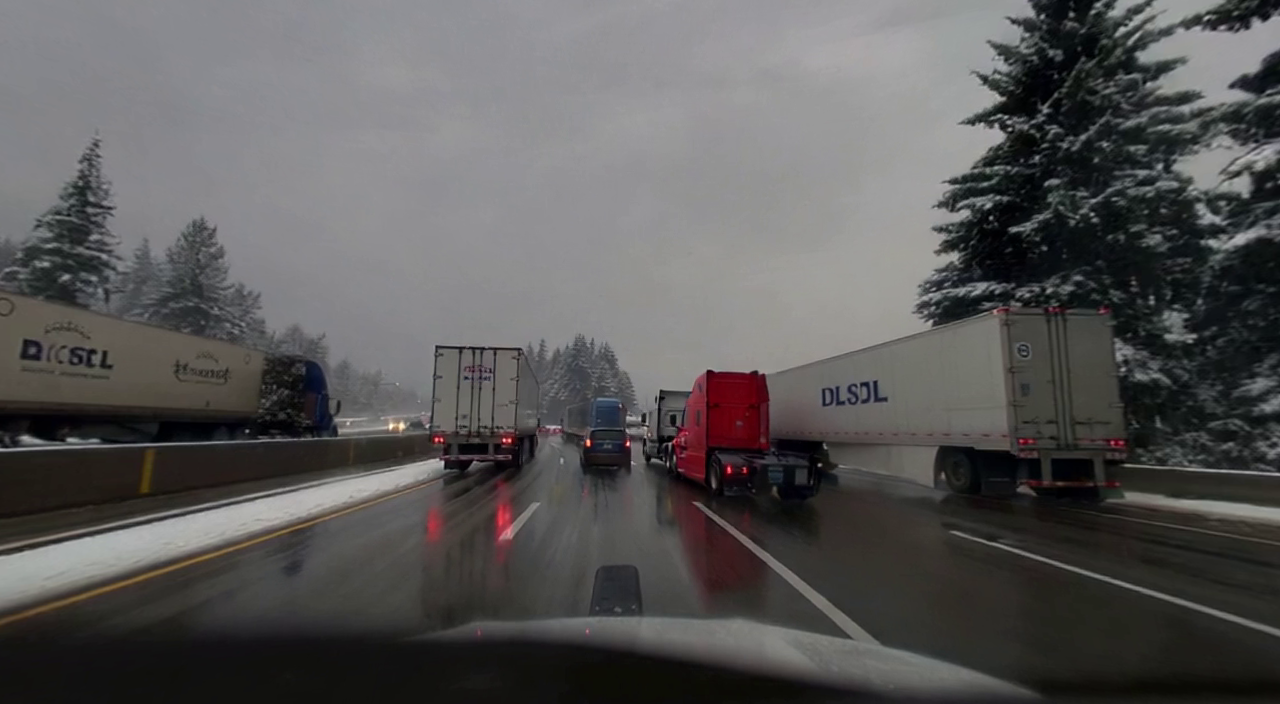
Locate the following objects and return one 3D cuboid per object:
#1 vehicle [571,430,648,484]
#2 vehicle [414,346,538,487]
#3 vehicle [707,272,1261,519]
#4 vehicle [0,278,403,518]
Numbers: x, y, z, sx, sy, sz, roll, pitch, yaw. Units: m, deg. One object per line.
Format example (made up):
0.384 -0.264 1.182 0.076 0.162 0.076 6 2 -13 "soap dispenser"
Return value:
-1.112 3.322 20.431 2.060 1.540 4.374 1 -8 -8 "vehicle"
-5.149 2.315 21.511 2.822 3.788 8.799 1 -8 -7 "vehicle"
6.857 1.559 17.105 2.820 4.084 13.786 4 -9 -27 "vehicle"
-11.439 1.487 16.045 2.867 4.125 14.026 -2 -8 12 "vehicle"
